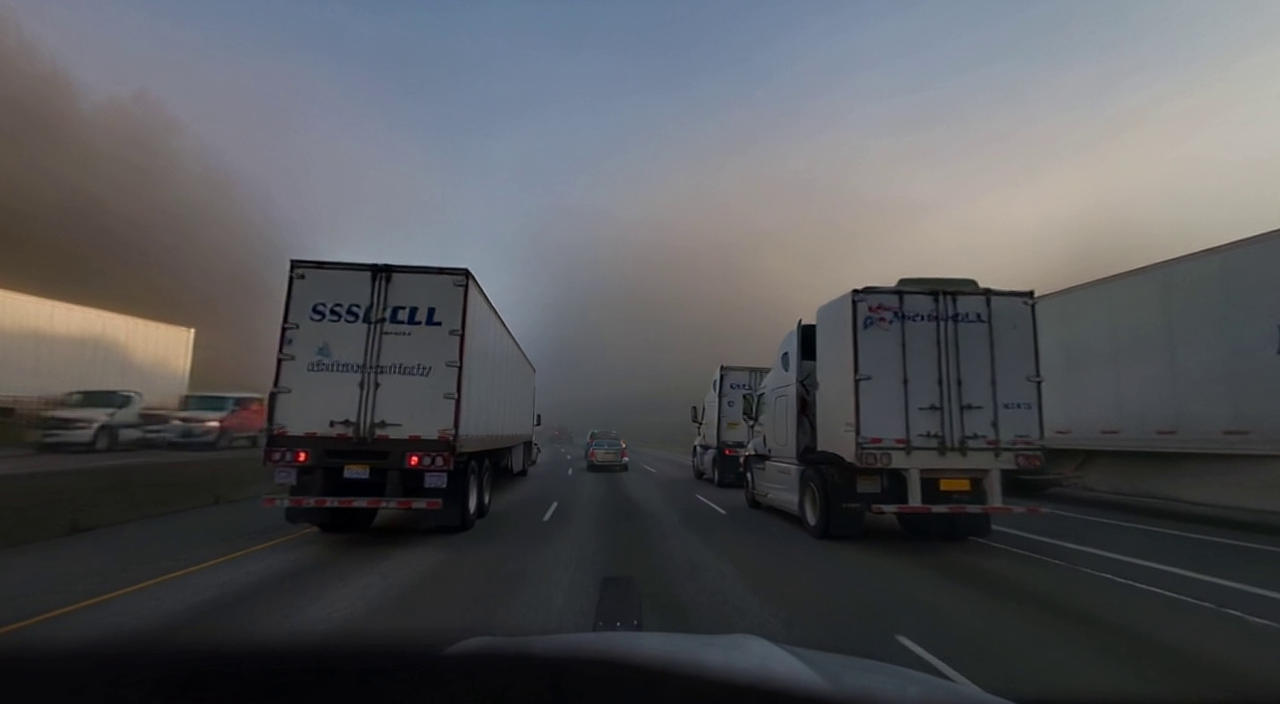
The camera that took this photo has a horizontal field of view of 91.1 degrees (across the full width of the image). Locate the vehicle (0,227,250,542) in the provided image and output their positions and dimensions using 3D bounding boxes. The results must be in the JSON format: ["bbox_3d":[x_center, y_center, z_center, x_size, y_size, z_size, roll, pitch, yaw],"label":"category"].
[{"bbox_3d":[-10.662,0.050,5.433,2.867,4.125,14.026,-2,-8,15],"label":"vehicle"}]

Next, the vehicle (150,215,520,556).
[{"bbox_3d":[-4.161,0.892,11.412,2.822,3.788,8.799,0,-8,-4],"label":"vehicle"}]

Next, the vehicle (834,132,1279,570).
[{"bbox_3d":[7.698,-0.084,5.551,2.820,4.084,13.786,3,-8,-24],"label":"vehicle"}]

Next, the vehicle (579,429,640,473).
[{"bbox_3d":[-1.286,3.795,24.431,2.060,1.540,4.374,1,-8,-7],"label":"vehicle"}]
